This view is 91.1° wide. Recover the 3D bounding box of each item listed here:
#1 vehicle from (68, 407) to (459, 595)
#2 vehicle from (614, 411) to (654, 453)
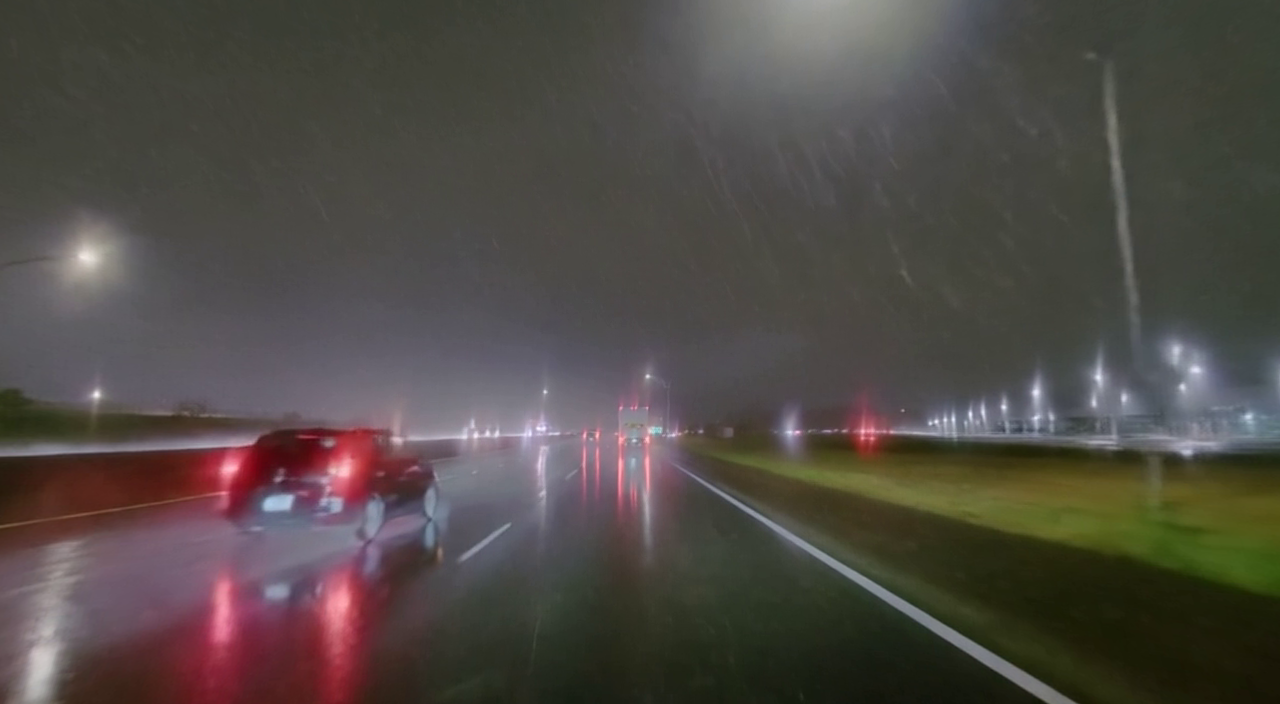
[{"bbox_3d":[-3.616,1.470,7.117,1.955,1.508,3.996,0,-8,0],"label":"vehicle"},{"bbox_3d":[-0.507,5.560,43.612,2.418,2.704,6.445,0,-8,-4],"label":"vehicle"}]
